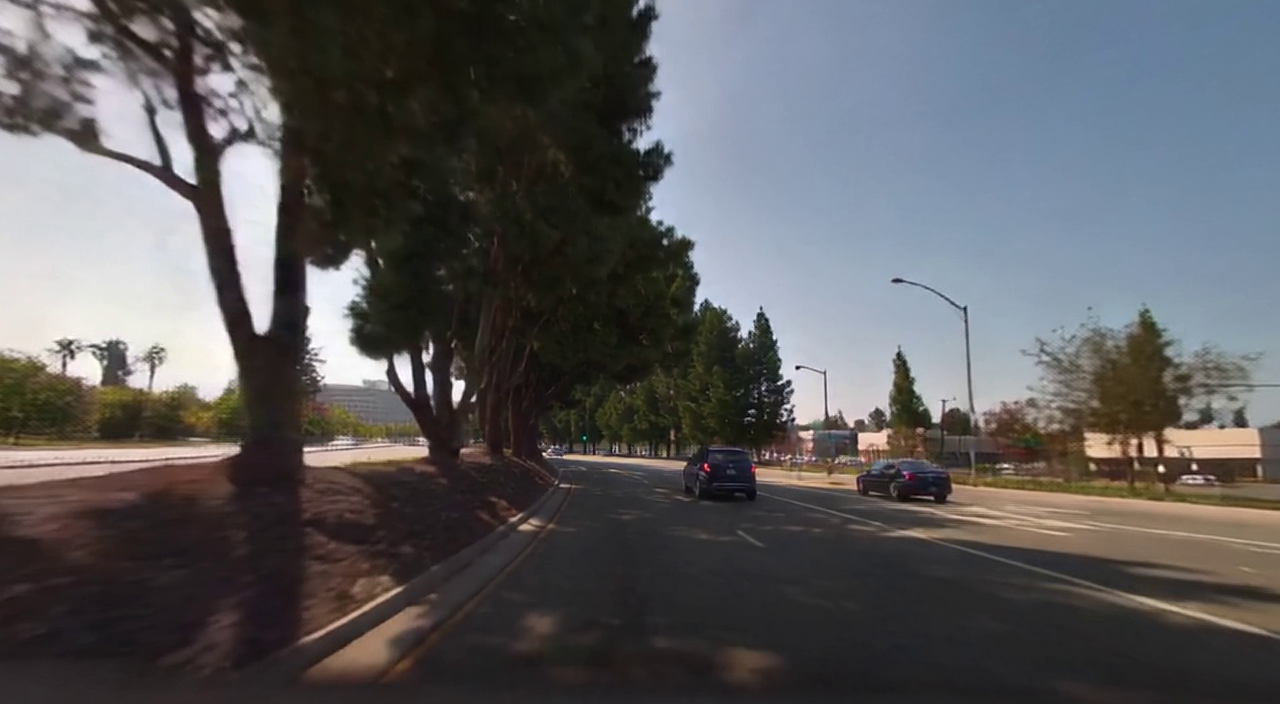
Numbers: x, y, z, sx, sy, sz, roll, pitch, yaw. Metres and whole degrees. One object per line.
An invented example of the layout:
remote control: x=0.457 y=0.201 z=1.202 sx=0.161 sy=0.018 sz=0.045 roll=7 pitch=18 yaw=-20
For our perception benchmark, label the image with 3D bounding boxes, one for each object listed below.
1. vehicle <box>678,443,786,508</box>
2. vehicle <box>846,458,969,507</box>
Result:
vehicle: x=2.513 y=3.549 z=18.626 sx=2.122 sy=1.646 sz=4.525 roll=1 pitch=-9 yaw=-5
vehicle: x=9.178 y=4.482 z=22.212 sx=1.940 sy=1.460 sz=4.652 roll=1 pitch=-9 yaw=-5
